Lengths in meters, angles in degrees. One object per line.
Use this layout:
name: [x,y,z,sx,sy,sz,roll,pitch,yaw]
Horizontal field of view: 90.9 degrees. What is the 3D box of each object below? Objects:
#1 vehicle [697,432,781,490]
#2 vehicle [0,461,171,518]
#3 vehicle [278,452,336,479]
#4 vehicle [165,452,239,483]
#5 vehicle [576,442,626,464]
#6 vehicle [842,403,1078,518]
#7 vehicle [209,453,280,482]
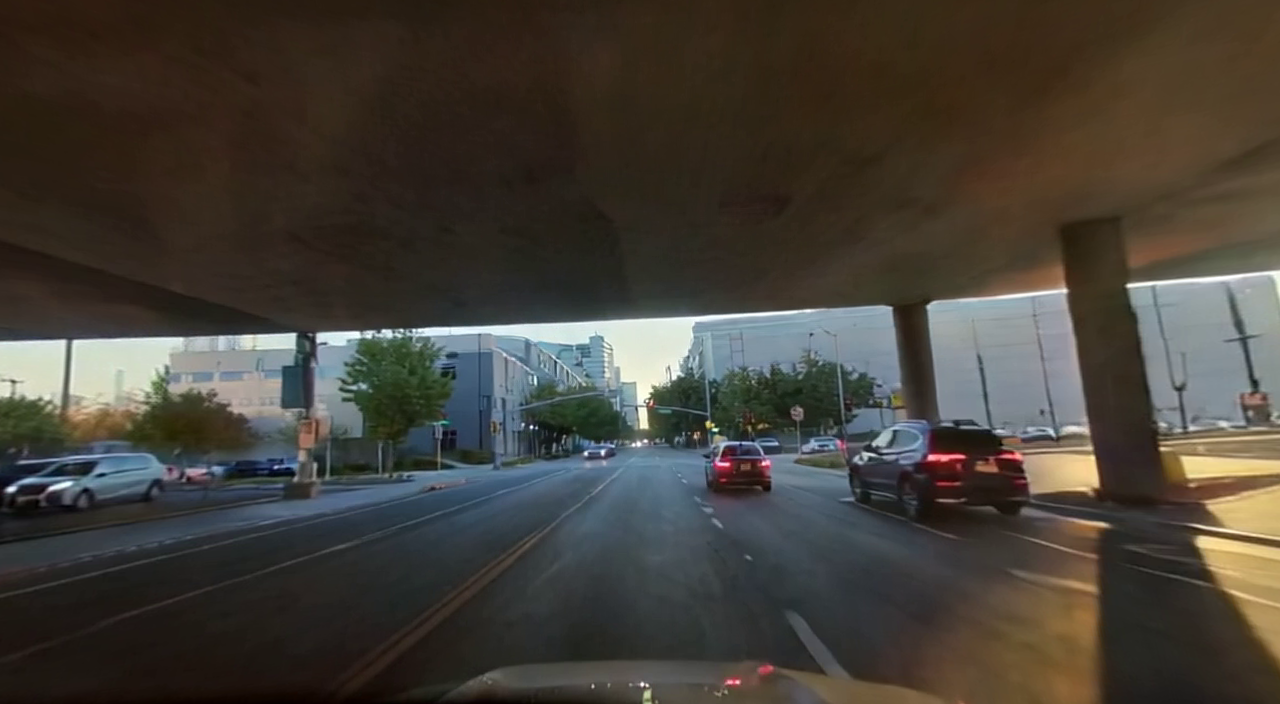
vehicle: [2.898,3.286,19.342,1.947,1.576,3.825,0,-8,0]
vehicle: [-17.749,4.322,20.232,1.985,1.505,4.275,-1,-8,2]
vehicle: [-22.727,7.719,43.194,1.757,1.699,3.854,-1,-8,2]
vehicle: [-29.846,7.858,43.174,1.811,1.942,4.376,-1,-8,1]
vehicle: [-2.937,7.450,46.622,2.099,1.562,4.037,5,-10,-31]
vehicle: [6.879,2.444,14.676,2.433,2.116,5.789,0,-8,0]
vehicle: [-27.081,7.862,43.380,1.807,1.795,4.566,0,-8,1]
